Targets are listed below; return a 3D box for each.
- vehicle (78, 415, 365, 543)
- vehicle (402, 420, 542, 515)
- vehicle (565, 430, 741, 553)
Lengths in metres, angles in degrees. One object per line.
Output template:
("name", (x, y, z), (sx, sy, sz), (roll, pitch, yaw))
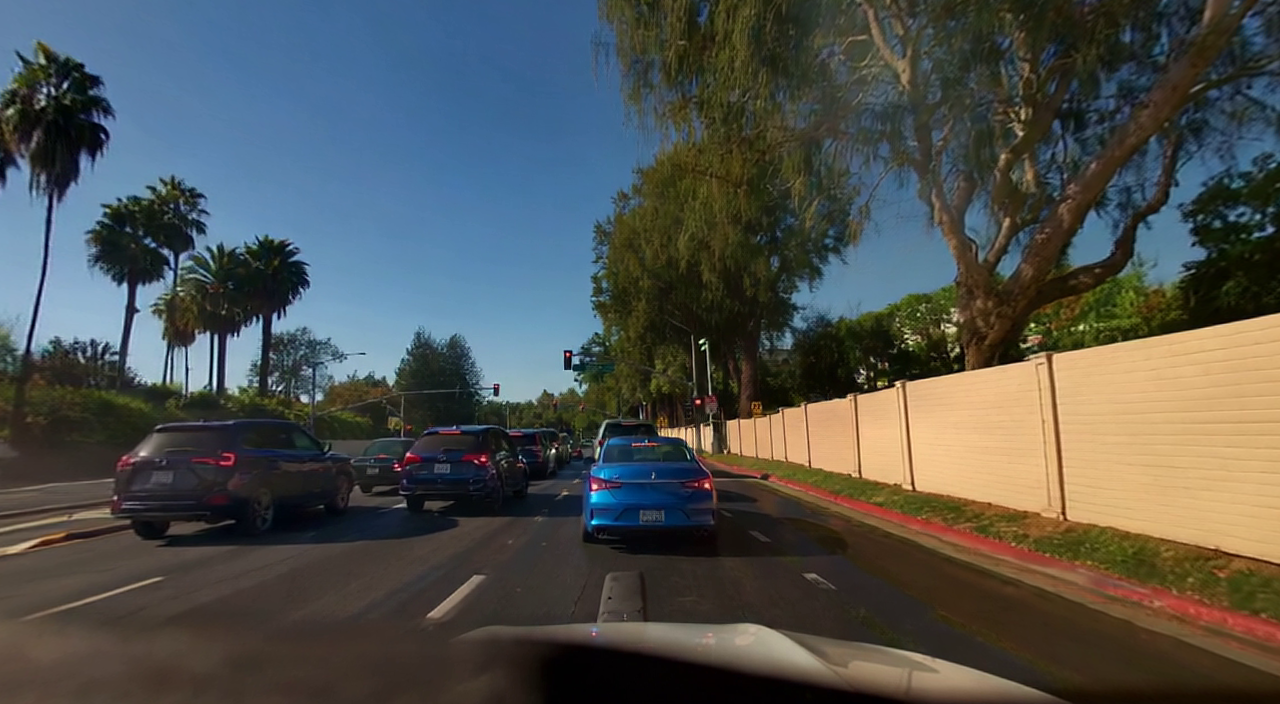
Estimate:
("vehicle", (-6.683, 2.067, 10.883), (1.963, 1.721, 4.467), (0, -8, -2))
("vehicle", (-3.450, 2.462, 13.846), (2.007, 1.746, 4.136), (0, -8, -2))
("vehicle", (0.072, 2.008, 9.832), (2.128, 1.473, 4.272), (0, -8, -2))
